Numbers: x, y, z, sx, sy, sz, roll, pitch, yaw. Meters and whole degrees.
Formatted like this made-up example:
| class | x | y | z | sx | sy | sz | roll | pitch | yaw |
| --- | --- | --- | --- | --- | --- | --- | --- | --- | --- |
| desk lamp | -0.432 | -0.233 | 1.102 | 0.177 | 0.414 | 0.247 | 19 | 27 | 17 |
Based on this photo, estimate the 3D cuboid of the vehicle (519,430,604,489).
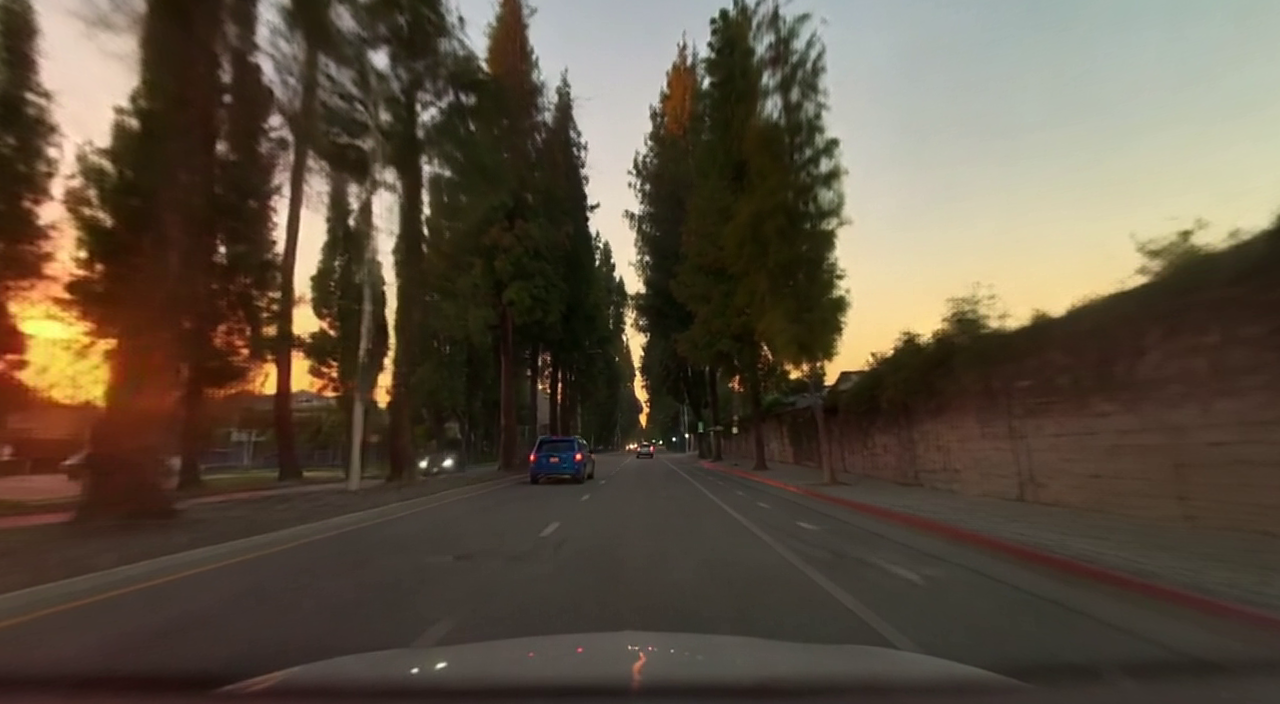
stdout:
| class | x | y | z | sx | sy | sz | roll | pitch | yaw |
| --- | --- | --- | --- | --- | --- | --- | --- | --- | --- |
| vehicle | -2.608 | 3.757 | 22.216 | 2.281 | 1.837 | 4.845 | 0 | -9 | 2 |

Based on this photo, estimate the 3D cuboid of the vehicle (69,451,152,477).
| class | x | y | z | sx | sy | sz | roll | pitch | yaw |
| --- | --- | --- | --- | --- | --- | --- | --- | --- | --- |
| vehicle | -34.651 | 7.308 | 41.233 | 1.926 | 1.637 | 3.948 | 0 | -9 | -1 |

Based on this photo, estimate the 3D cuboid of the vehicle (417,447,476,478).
| class | x | y | z | sx | sy | sz | roll | pitch | yaw |
| --- | --- | --- | --- | --- | --- | --- | --- | --- | --- |
| vehicle | -10.646 | 6.101 | 34.893 | 1.876 | 1.590 | 4.060 | -1 | -9 | 2 |
